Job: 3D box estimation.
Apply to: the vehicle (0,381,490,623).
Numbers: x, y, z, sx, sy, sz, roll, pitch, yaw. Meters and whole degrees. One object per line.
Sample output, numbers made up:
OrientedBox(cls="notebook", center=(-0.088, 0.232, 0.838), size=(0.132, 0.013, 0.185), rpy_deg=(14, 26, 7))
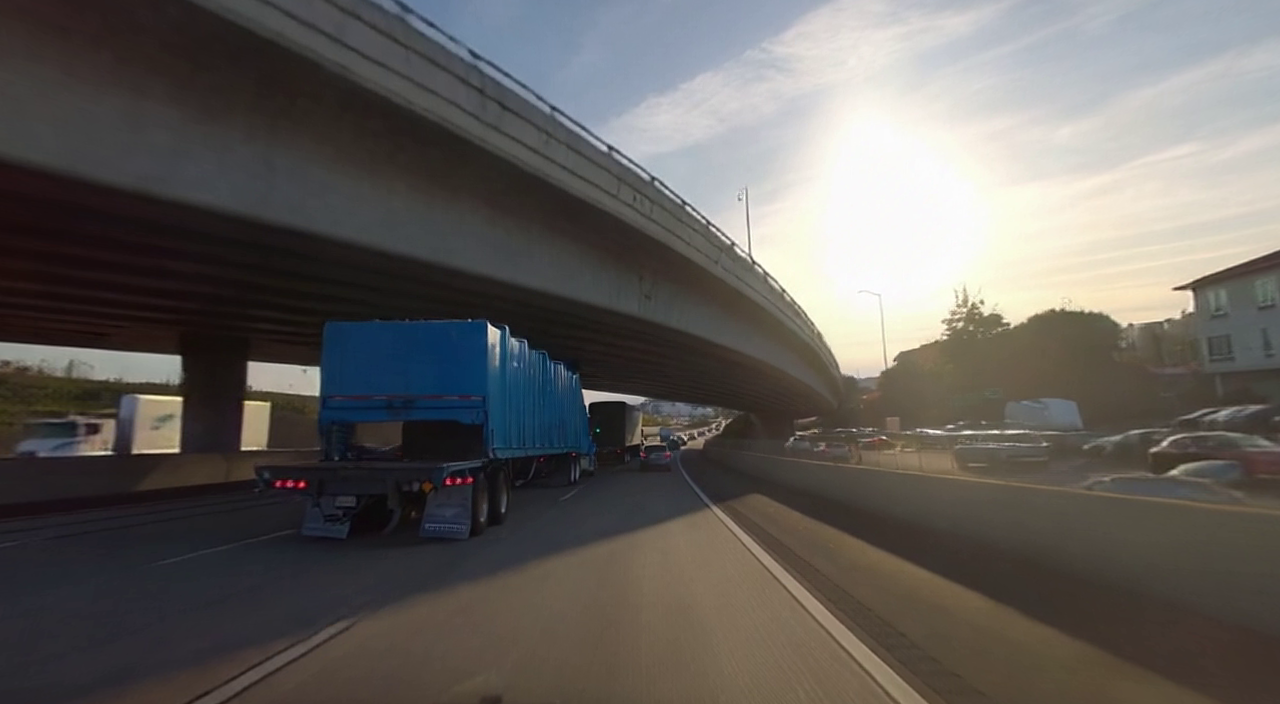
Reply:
OrientedBox(cls="vehicle", center=(-3.400, 1.357, 6.472), size=(2.896, 1.779, 3.441), rpy_deg=(1, -8, -1))

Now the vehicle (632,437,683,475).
OrientedBox(cls="vehicle", center=(0.847, 4.804, 29.228), size=(2.178, 1.640, 4.071), rpy_deg=(-1, -9, 3))

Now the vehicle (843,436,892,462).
OrientedBox(cls="vehicle", center=(15.755, 6.777, 43.936), size=(2.022, 1.675, 4.792), rpy_deg=(-1, -9, 6))

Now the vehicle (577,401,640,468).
OrientedBox(cls="vehicle", center=(-1.872, 5.535, 41.819), size=(3.073, 3.894, 9.782), rpy_deg=(-1, -9, 3))

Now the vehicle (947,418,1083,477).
OrientedBox(cls="vehicle", center=(14.619, 3.798, 25.091), size=(2.186, 2.074, 5.586), rpy_deg=(-1, -9, 3))
